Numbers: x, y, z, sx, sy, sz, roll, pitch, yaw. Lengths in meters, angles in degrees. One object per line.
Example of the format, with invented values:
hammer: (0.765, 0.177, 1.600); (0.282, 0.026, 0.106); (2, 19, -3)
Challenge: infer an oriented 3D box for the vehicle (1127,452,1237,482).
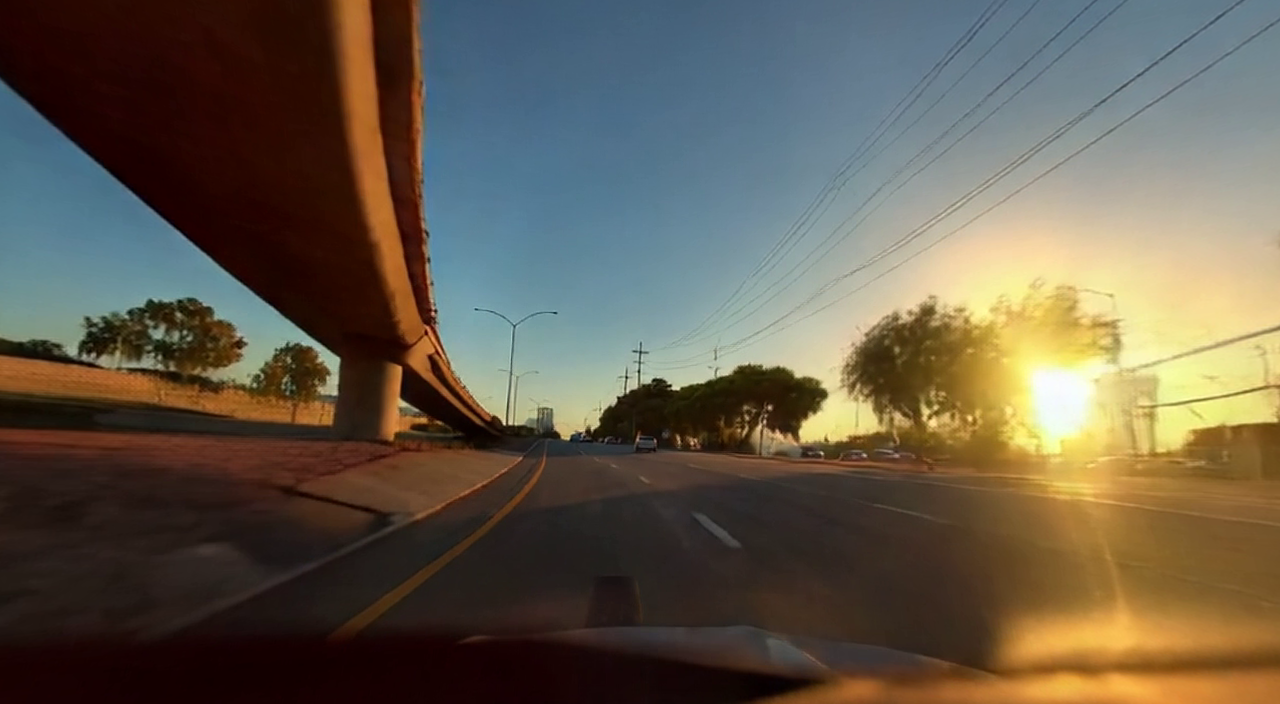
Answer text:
vehicle: (38.156, 8.101, 44.577); (5.708, 1.847, 2.078); (-2, -9, 0)

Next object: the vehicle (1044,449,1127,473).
vehicle: (31.736, 7.792, 45.142); (4.615, 1.523, 1.735); (-7, -10, 33)
